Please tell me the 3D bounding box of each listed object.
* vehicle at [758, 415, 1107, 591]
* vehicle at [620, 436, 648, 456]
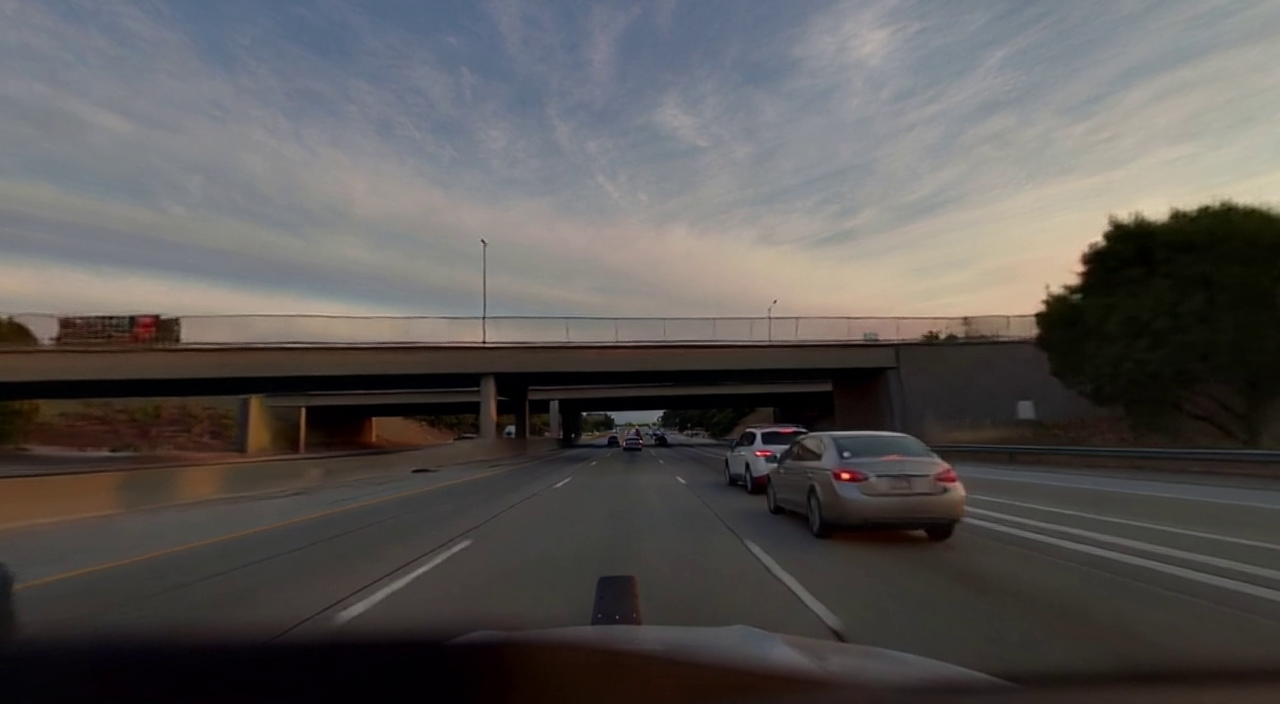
[{"bbox_3d":[3.253,1.768,8.517,2.240,1.646,4.949,0,-8,-1],"label":"vehicle"},{"bbox_3d":[-0.452,7.436,49.912,2.103,1.512,4.155,0,-8,0],"label":"vehicle"}]
